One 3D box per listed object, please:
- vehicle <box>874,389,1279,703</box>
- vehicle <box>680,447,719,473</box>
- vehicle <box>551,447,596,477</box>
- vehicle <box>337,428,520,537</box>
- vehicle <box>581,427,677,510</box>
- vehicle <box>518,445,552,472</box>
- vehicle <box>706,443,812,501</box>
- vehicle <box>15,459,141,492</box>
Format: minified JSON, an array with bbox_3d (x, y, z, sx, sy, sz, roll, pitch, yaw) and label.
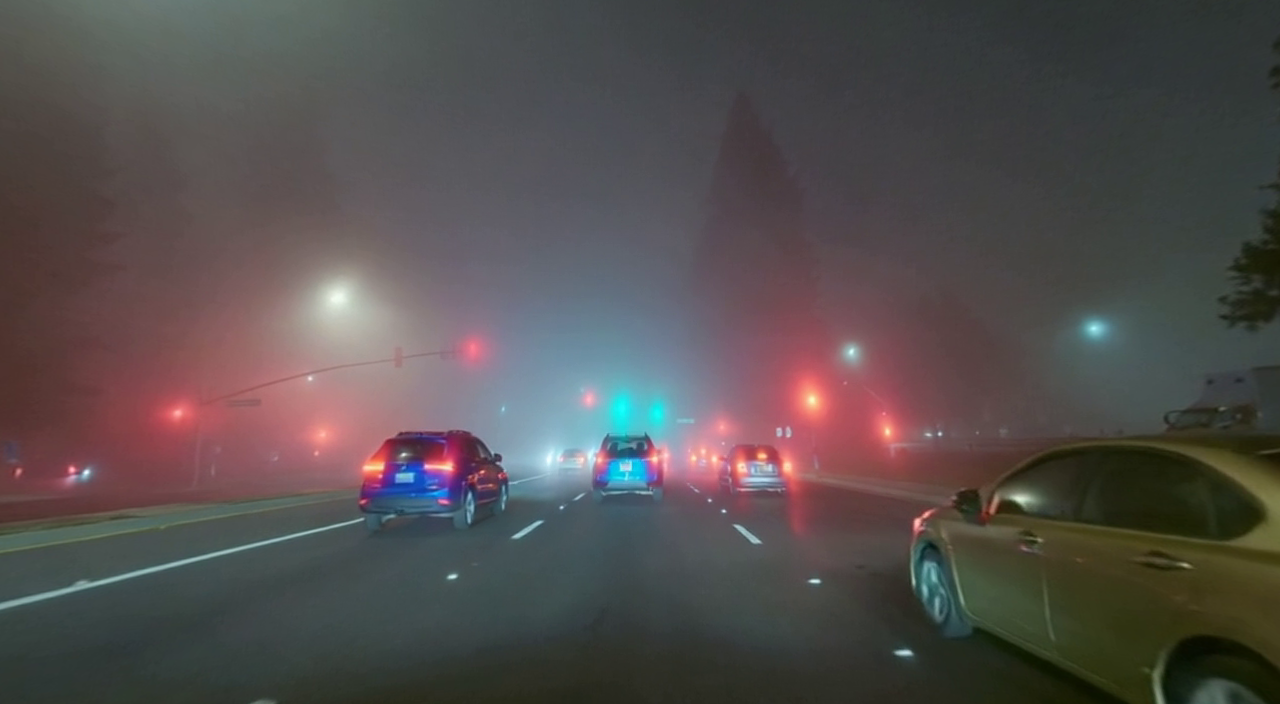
[{"bbox_3d":[2.997,1.031,3.108,1.976,1.491,4.427,0,-8,0],"label":"vehicle"},{"bbox_3d":[3.642,6.697,39.323,1.996,1.443,4.270,0,-8,-1],"label":"vehicle"},{"bbox_3d":[-3.499,5.868,33.847,1.897,1.479,4.204,0,-8,1],"label":"vehicle"},{"bbox_3d":[-3.790,2.402,12.255,2.039,1.709,4.265,0,-8,0],"label":"vehicle"},{"bbox_3d":[-0.262,2.922,16.337,2.132,1.816,4.471,0,-8,0],"label":"vehicle"},{"bbox_3d":[-7.186,7.302,43.428,2.051,1.722,4.412,1,-8,-6],"label":"vehicle"},{"bbox_3d":[3.379,3.514,18.991,2.036,1.480,4.659,0,-8,-3],"label":"vehicle"},{"bbox_3d":[-34.118,7.486,38.424,5.352,1.850,2.276,0,-8,-2],"label":"vehicle"}]
